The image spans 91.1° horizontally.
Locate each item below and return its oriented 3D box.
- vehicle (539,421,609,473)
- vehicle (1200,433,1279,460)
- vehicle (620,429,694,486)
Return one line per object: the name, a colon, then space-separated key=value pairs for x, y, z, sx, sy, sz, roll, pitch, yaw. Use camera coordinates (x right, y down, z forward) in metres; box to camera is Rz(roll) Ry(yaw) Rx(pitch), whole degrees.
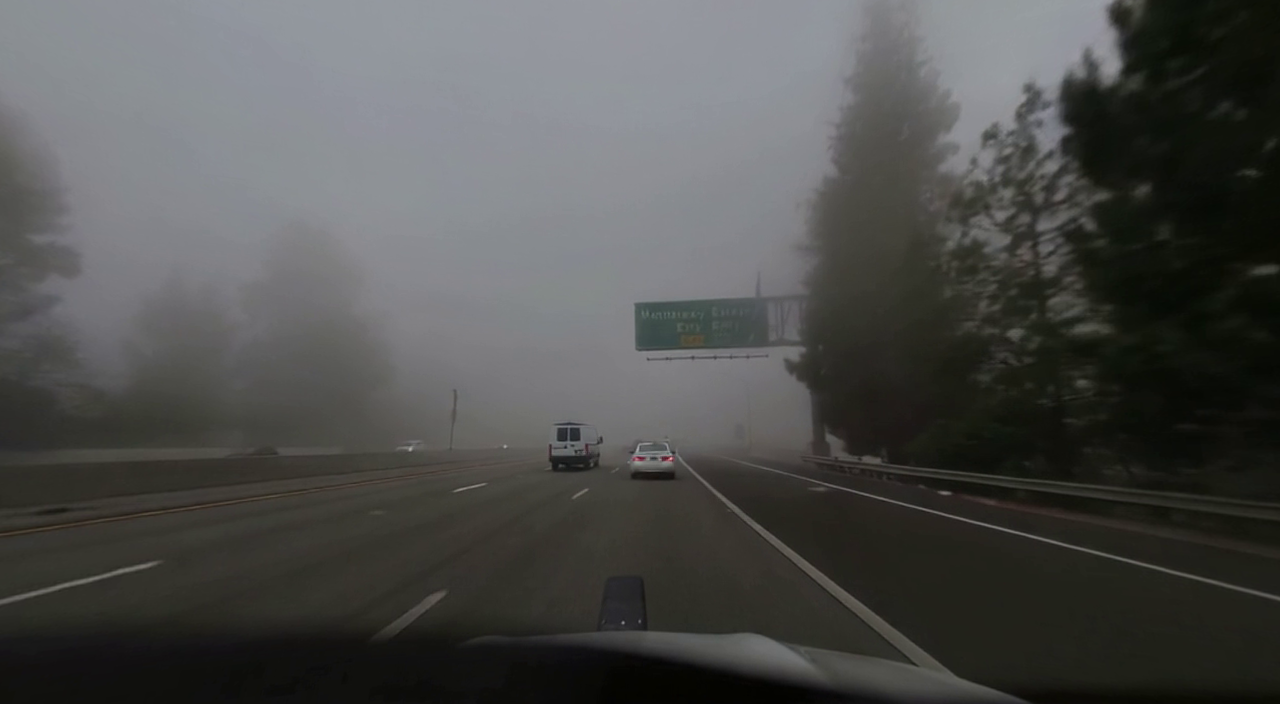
vehicle: x=-2.881 y=4.328 z=28.774 sx=2.526 sy=2.146 sz=5.594 roll=0 pitch=-8 yaw=1
vehicle: x=38.077 y=5.891 z=39.024 sx=1.919 sy=1.563 sz=4.399 roll=2 pitch=-8 yaw=-12
vehicle: x=0.521 y=3.423 z=20.657 sx=2.165 sy=1.653 sz=4.456 roll=0 pitch=-8 yaw=0
